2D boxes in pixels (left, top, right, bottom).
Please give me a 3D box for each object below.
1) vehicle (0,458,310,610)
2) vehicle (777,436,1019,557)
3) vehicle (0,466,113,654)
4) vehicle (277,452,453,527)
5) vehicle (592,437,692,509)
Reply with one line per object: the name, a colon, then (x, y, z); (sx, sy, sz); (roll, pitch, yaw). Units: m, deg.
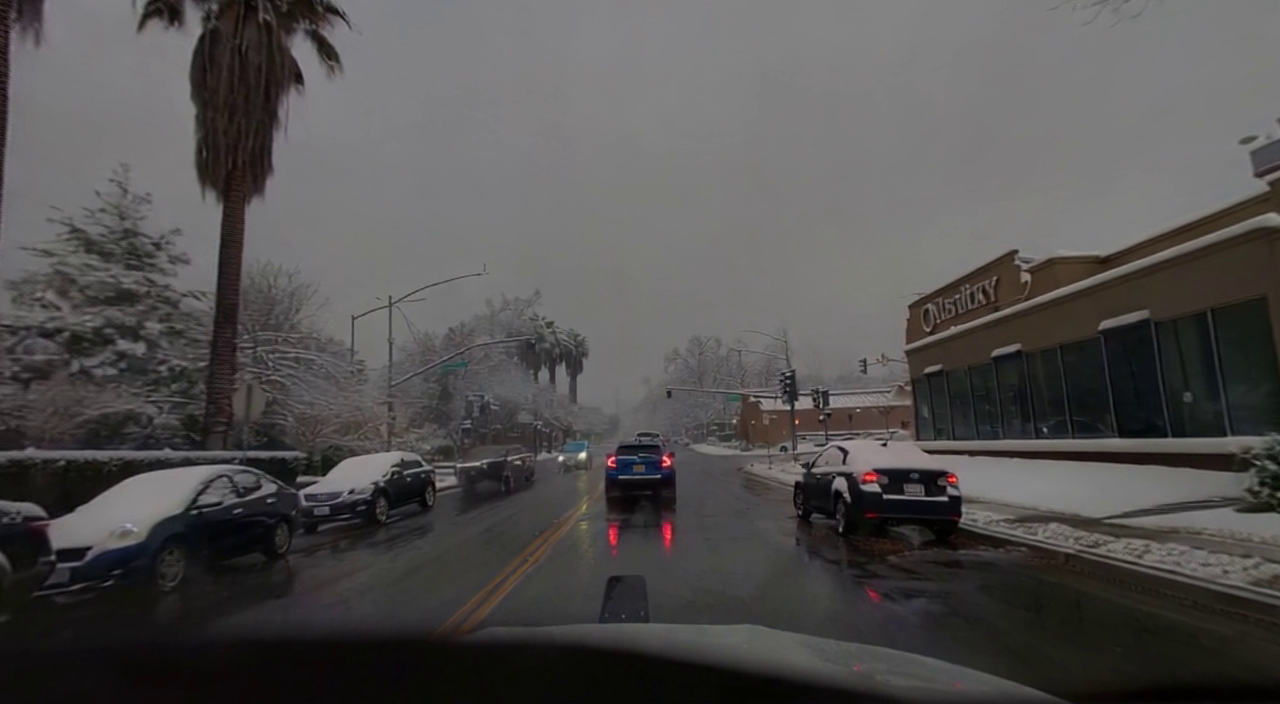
vehicle: (-6.453, 2.243, 8.617); (1.775, 1.479, 3.879); (0, -8, 0)
vehicle: (3.550, 2.043, 9.739); (1.821, 1.417, 4.454); (0, -8, 0)
vehicle: (-6.179, 1.543, 3.946); (1.850, 1.482, 4.454); (0, -8, 1)
vehicle: (-6.376, 3.207, 15.392); (2.105, 1.469, 4.693); (0, -8, 1)
vehicle: (0.044, 2.802, 15.099); (2.060, 1.452, 4.078); (0, -8, 0)
